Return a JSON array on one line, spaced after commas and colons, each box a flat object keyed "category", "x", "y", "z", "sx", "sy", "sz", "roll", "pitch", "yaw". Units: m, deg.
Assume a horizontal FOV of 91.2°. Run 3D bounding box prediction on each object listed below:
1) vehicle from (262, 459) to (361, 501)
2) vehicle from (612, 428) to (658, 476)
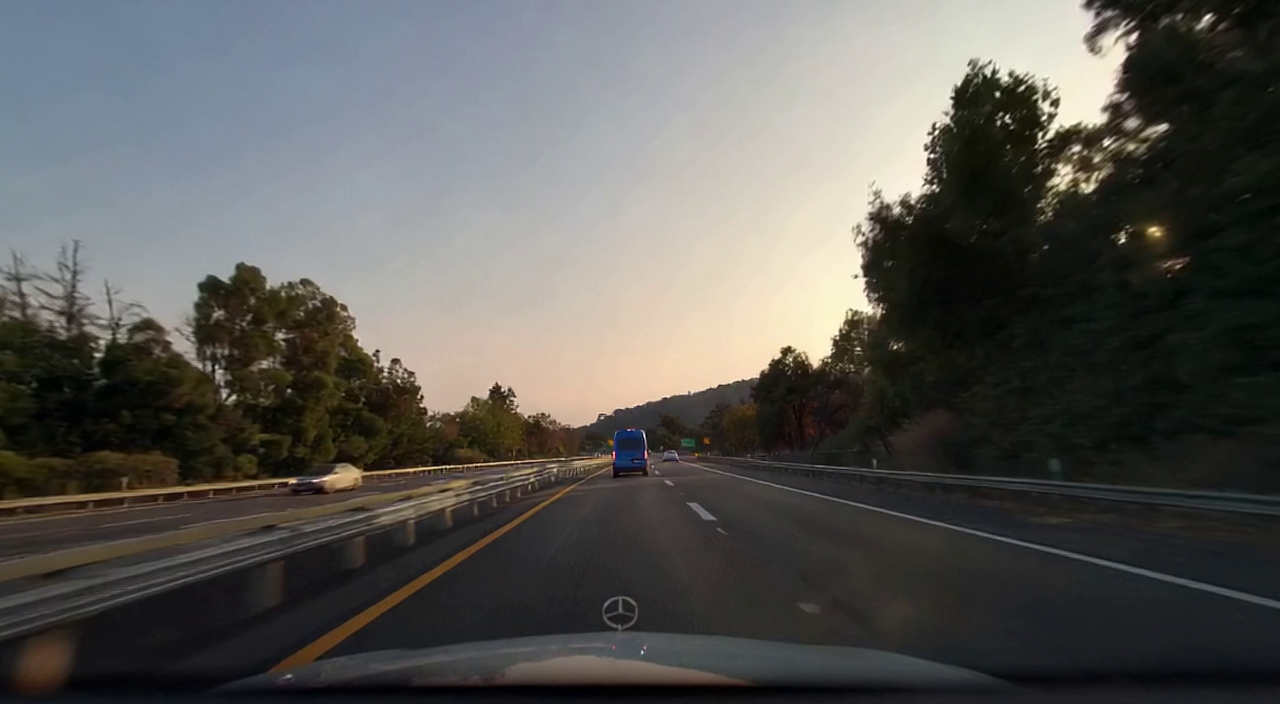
[{"category": "vehicle", "x": -13.418, "y": 5.222, "z": 25.883, "sx": 1.941, "sy": 1.503, "sz": 3.919, "roll": 0, "pitch": -9, "yaw": 0}, {"category": "vehicle", "x": -0.300, "y": 6.012, "z": 37.768, "sx": 2.560, "sy": 2.598, "sz": 5.581, "roll": 0, "pitch": -9, "yaw": 0}]
